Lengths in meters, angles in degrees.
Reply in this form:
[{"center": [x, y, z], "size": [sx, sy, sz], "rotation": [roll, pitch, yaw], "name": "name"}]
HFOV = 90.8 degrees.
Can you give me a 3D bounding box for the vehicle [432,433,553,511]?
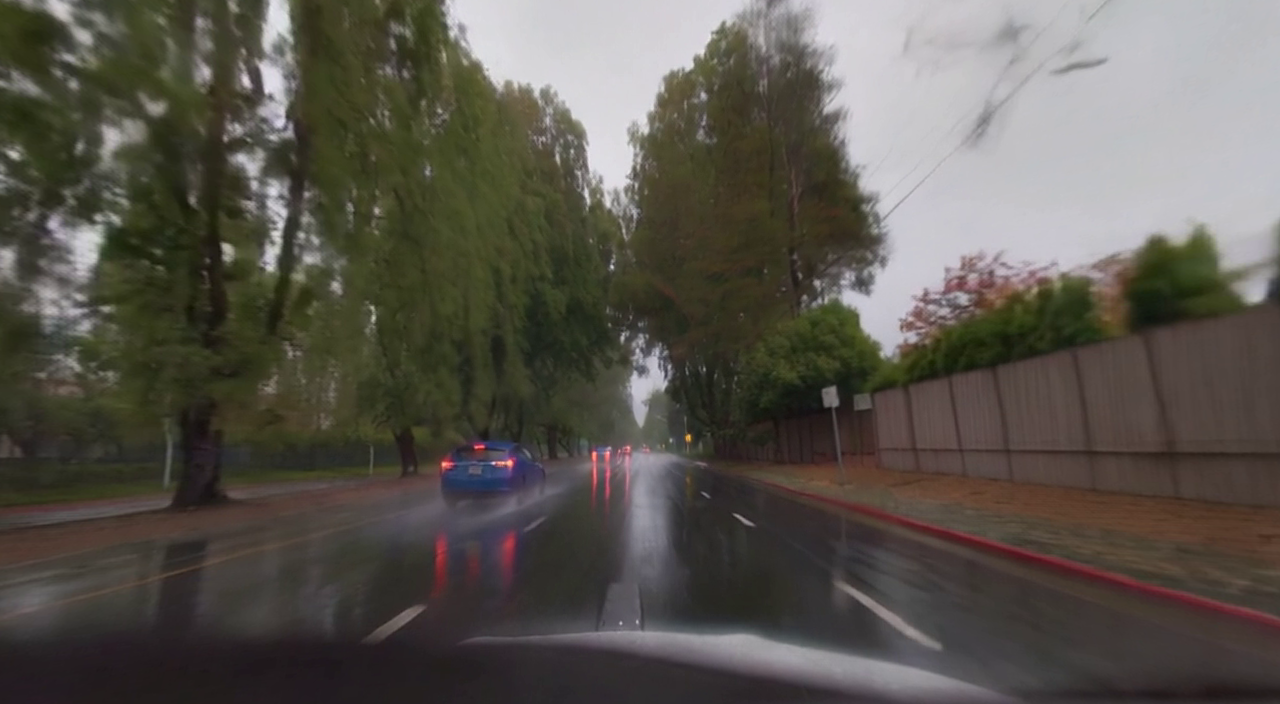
[{"center": [-3.477, 2.925, 15.832], "size": [1.919, 1.650, 4.546], "rotation": [0, -9, 0], "name": "vehicle"}]
